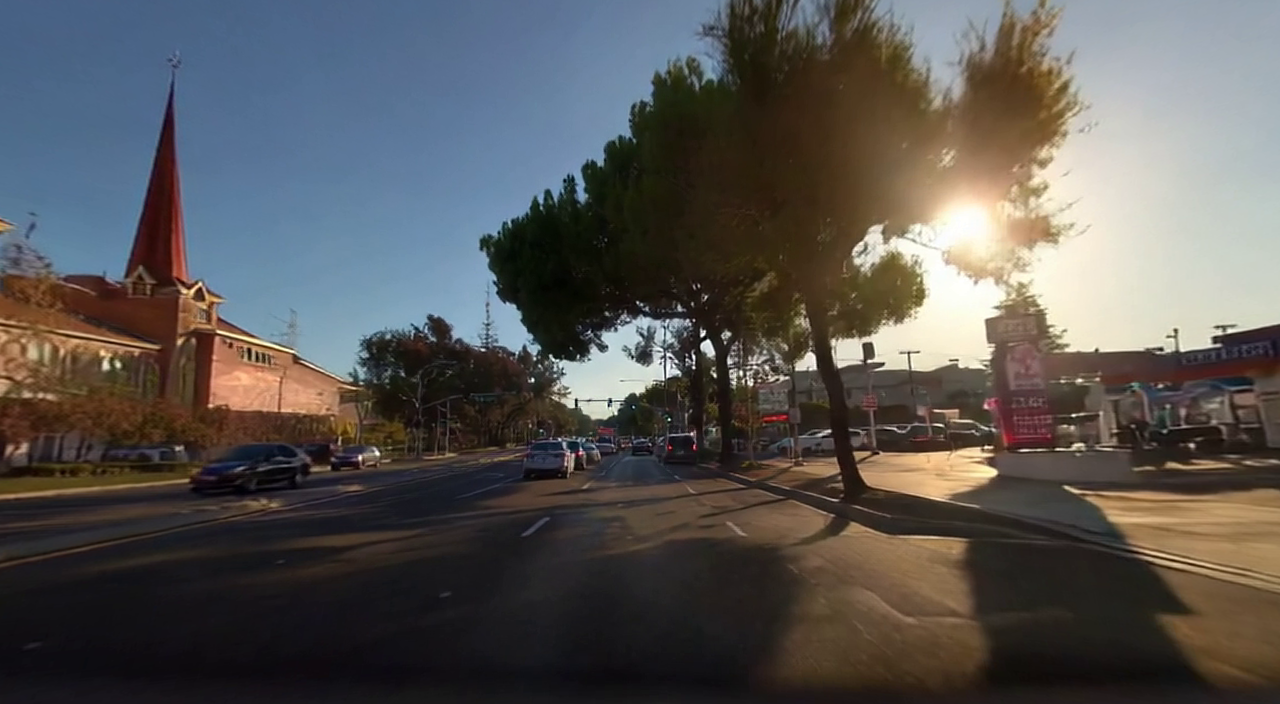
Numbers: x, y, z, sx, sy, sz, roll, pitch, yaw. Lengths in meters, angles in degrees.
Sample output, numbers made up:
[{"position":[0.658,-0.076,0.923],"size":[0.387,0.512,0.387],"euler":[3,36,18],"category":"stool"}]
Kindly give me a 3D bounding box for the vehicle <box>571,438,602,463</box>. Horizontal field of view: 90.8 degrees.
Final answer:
[{"position":[-3.764,7.062,45.426],"size":[1.941,1.740,3.989],"euler":[0,-8,-1],"category":"vehicle"}]

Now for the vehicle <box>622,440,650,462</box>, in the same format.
[{"position":[-0.307,7.301,46.603],"size":[1.976,1.509,3.647],"euler":[0,-8,-2],"category":"vehicle"}]

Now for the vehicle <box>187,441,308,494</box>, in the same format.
[{"position":[-14.682,4.303,23.953],"size":[1.891,1.670,4.333],"euler":[-5,-8,-1],"category":"vehicle"}]

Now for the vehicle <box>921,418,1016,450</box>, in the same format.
[{"position":[23.082,5.792,44.576],"size":[5.314,2.134,2.261],"euler":[0,-8,1],"category":"vehicle"}]

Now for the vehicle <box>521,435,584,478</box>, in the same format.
[{"position":[-3.676,4.475,27.337],"size":[2.040,1.661,4.573],"euler":[0,-8,1],"category":"vehicle"}]
